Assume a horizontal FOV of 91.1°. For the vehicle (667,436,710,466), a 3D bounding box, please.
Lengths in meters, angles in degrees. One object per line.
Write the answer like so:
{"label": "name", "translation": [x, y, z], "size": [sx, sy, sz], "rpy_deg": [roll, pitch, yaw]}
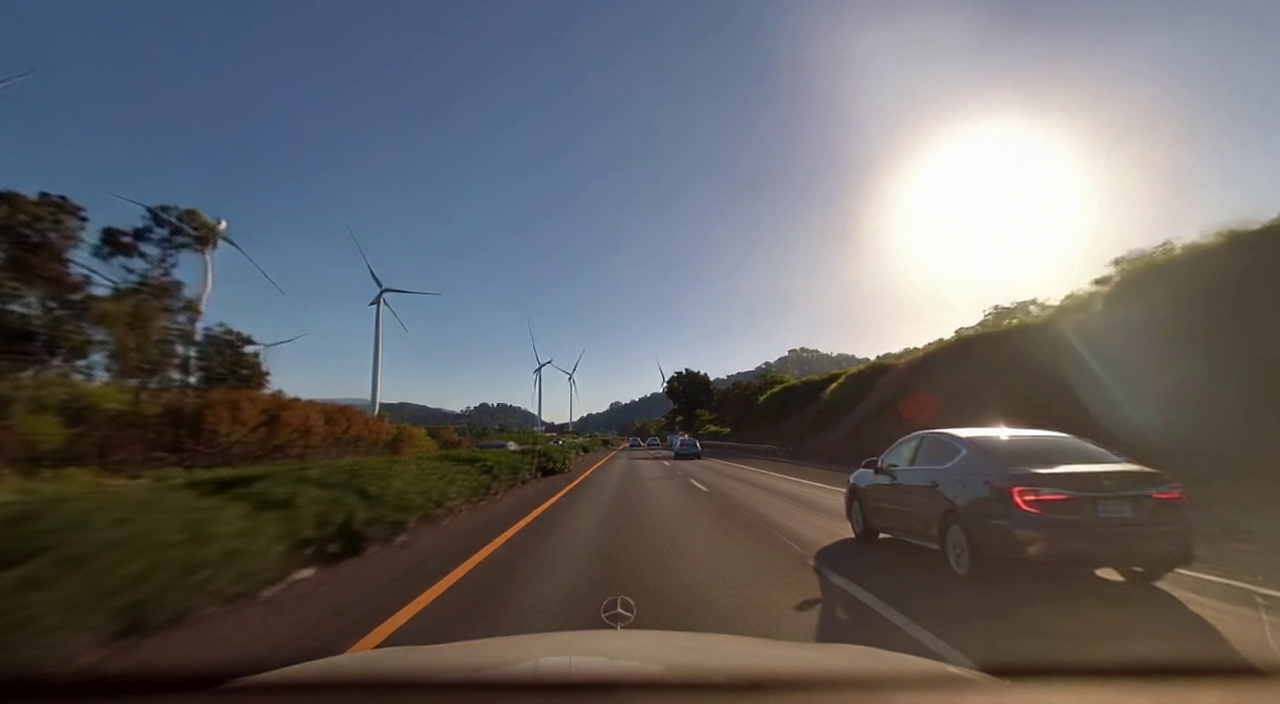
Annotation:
{"label": "vehicle", "translation": [2.803, 5.836, 37.455], "size": [2.066, 1.661, 4.500], "rpy_deg": [0, -8, -2]}

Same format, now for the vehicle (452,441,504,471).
{"label": "vehicle", "translation": [-8.971, 5.777, 35.082], "size": [1.886, 1.540, 3.814], "rpy_deg": [0, -8, 0]}

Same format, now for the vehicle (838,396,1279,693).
{"label": "vehicle", "translation": [3.576, 1.351, 5.706], "size": [2.038, 1.624, 4.312], "rpy_deg": [0, -8, -1]}
